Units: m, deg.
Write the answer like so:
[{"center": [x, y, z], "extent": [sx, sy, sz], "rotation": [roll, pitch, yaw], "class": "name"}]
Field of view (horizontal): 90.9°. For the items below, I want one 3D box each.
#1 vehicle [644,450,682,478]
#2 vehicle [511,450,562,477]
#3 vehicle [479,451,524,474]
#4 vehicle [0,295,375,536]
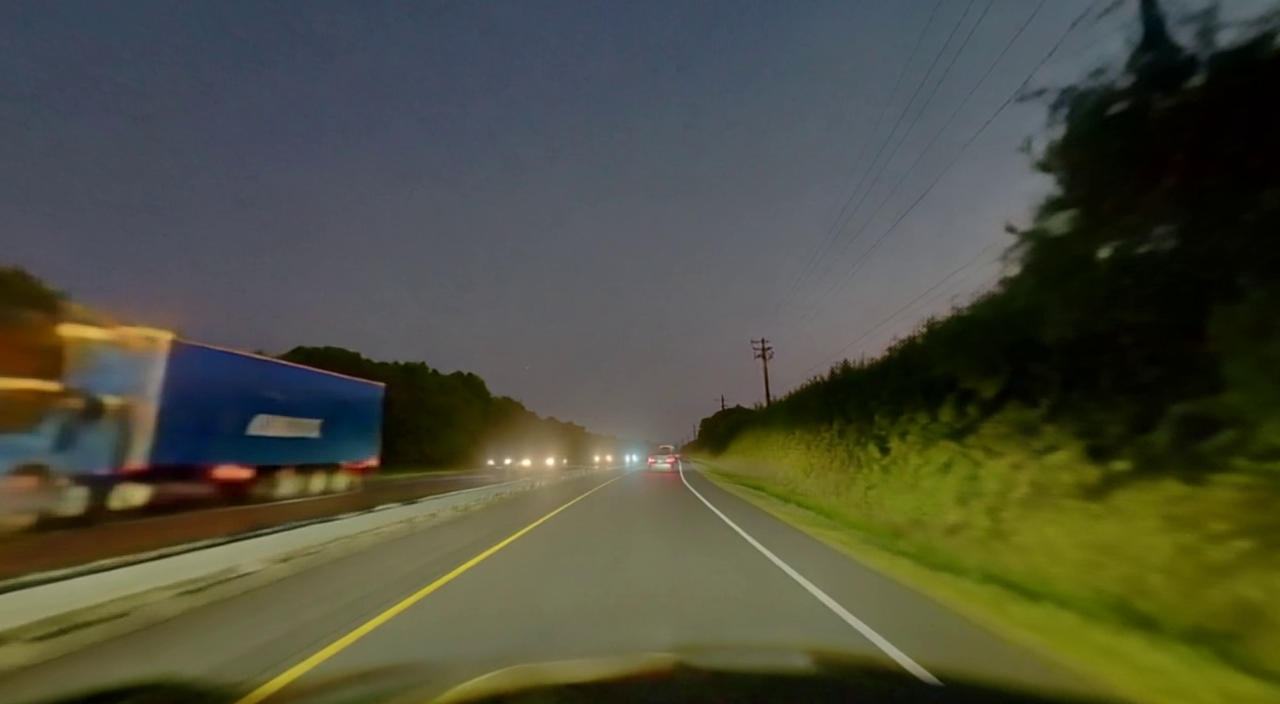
[{"center": [1.348, 6.517, 36.859], "extent": [2.080, 1.486, 3.813], "rotation": [0, -9, 2], "class": "vehicle"}, {"center": [-5.987, 6.509, 36.958], "extent": [2.034, 1.492, 4.319], "rotation": [-1, -9, 3], "class": "vehicle"}, {"center": [-9.022, 7.228, 41.378], "extent": [1.910, 1.470, 3.797], "rotation": [-1, -9, 4], "class": "vehicle"}, {"center": [-10.668, 1.825, 15.371], "extent": [3.005, 3.782, 10.956], "rotation": [-1, -9, 3], "class": "vehicle"}]
